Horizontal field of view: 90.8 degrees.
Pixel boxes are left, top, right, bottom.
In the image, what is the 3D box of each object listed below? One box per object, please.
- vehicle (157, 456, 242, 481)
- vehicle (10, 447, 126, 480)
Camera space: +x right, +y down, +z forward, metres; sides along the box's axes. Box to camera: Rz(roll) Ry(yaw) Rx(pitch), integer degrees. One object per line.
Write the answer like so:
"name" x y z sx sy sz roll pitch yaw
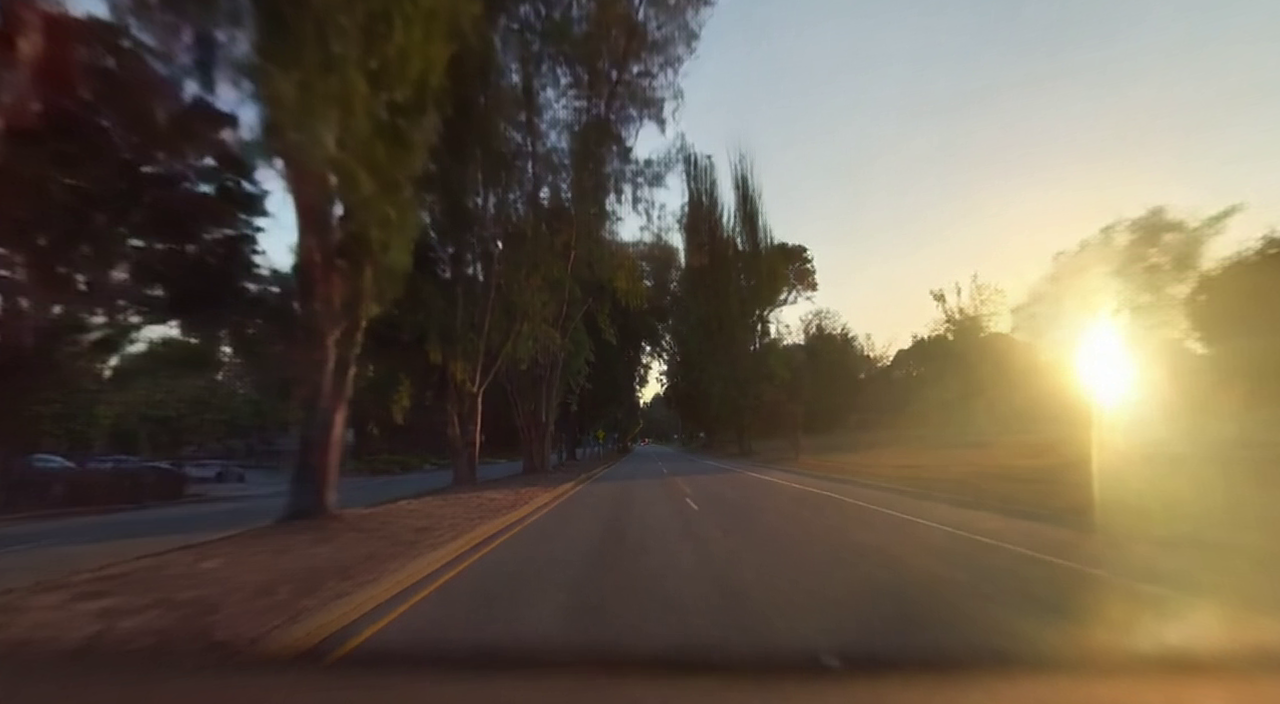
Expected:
"vehicle" -28.692 7.590 41.210 4.342 1.446 1.722 -2 -8 2
"vehicle" -41.470 8.056 45.940 5.799 2.039 2.451 -2 -8 -5
